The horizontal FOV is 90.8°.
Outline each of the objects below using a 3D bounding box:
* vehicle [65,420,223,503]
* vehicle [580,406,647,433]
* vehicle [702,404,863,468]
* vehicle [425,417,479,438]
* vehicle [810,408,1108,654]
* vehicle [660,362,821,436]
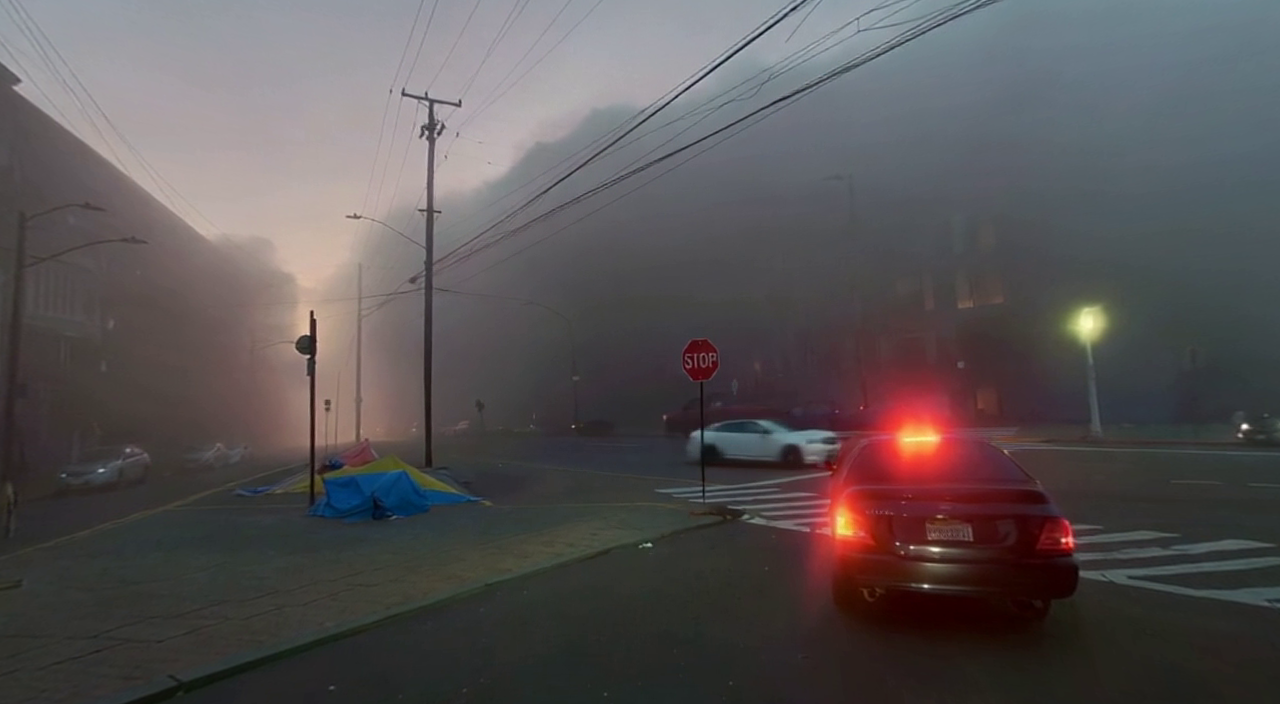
[{"bbox_3d":[-12.259,2.701,15.980,1.987,1.686,3.971,-1,-8,-21],"label":"vehicle"},{"bbox_3d":[-1.734,4.293,39.827,1.790,1.468,4.422,7,-11,-41],"label":"vehicle"},{"bbox_3d":[4.218,2.571,19.107,4.320,1.724,1.870,-7,-11,40],"label":"vehicle"},{"bbox_3d":[-14.434,5.820,48.387,2.089,1.506,4.641,7,-11,-41],"label":"vehicle"},{"bbox_3d":[3.409,1.541,6.603,1.945,1.647,4.160,-6,-10,32],"label":"vehicle"},{"bbox_3d":[4.551,2.399,29.801,7.172,3.075,2.584,-7,-10,41],"label":"vehicle"}]
